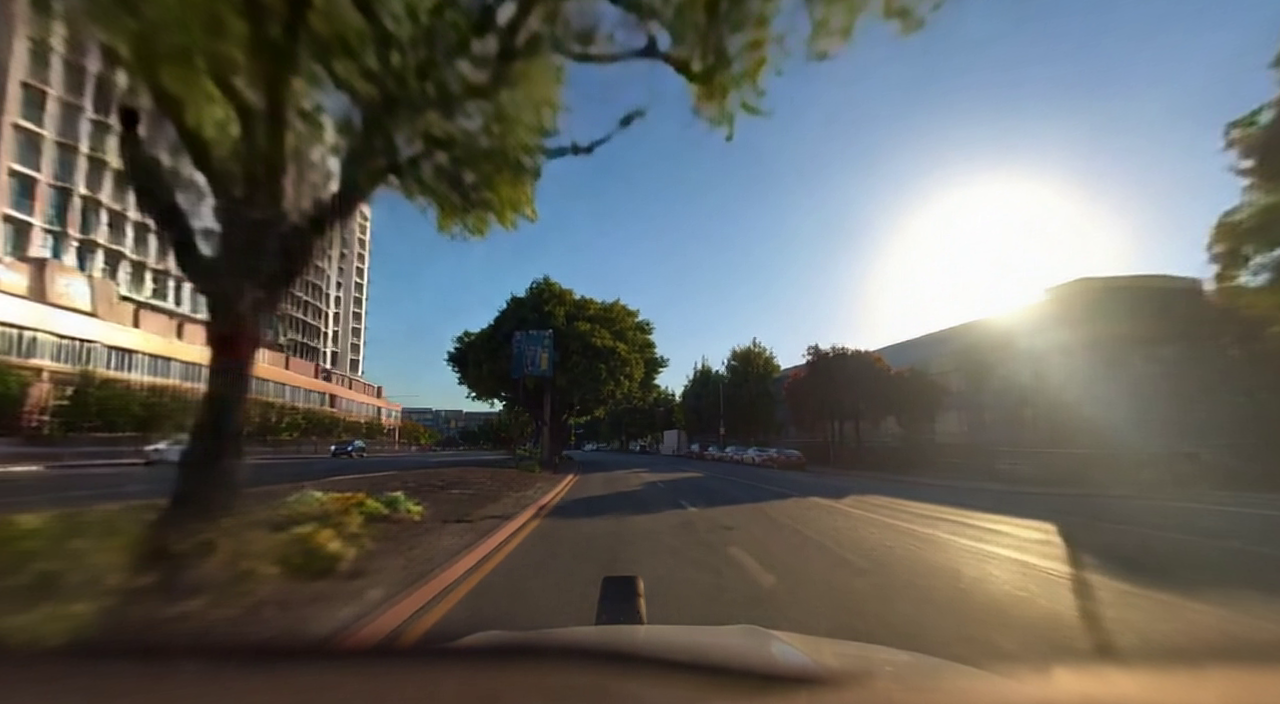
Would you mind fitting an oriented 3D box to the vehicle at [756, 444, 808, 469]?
[{"bbox_3d":[8.967,6.639,40.295,1.907,1.524,4.381,1,-9,-6],"label":"vehicle"}]

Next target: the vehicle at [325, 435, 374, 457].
[{"bbox_3d":[-21.288,6.895,46.462,1.938,1.524,4.107,1,-9,-5],"label":"vehicle"}]

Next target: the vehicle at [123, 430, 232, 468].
[{"bbox_3d":[-19.416,4.097,26.779,1.822,1.453,4.053,1,-9,-5],"label":"vehicle"}]
